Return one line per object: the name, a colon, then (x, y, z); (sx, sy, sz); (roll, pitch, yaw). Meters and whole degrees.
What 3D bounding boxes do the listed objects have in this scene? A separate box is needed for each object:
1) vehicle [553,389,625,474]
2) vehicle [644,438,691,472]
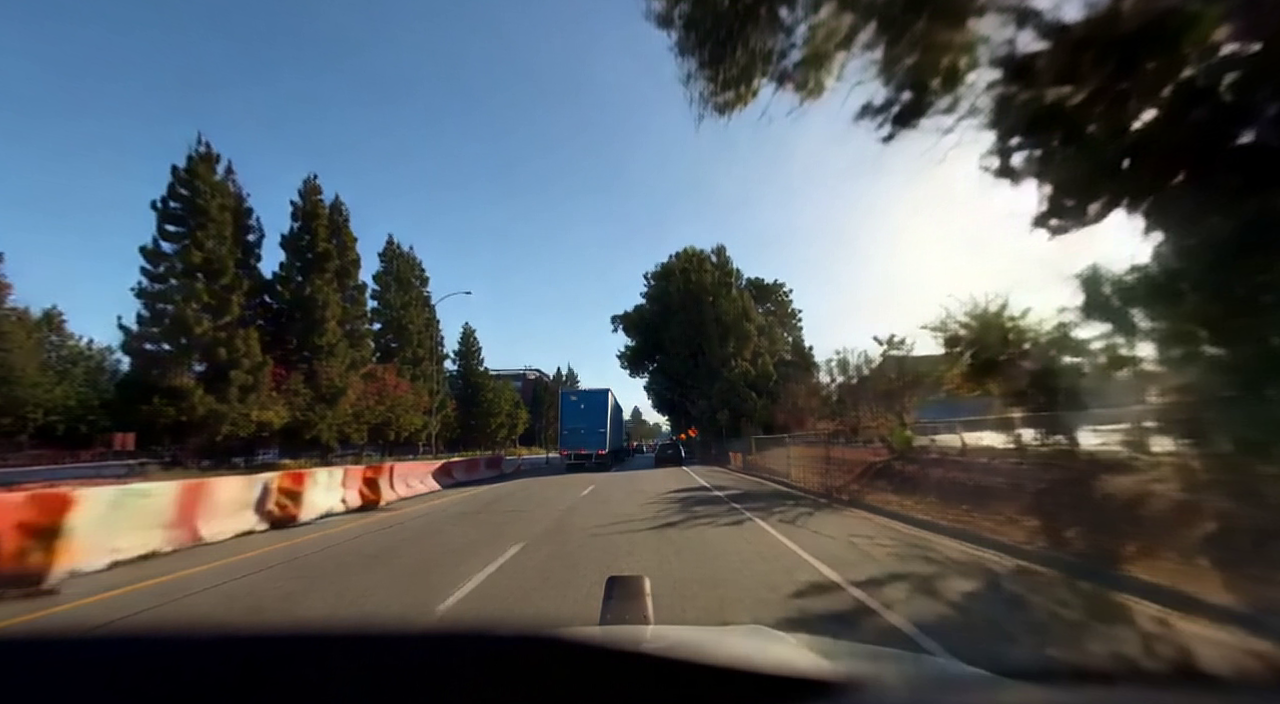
vehicle: (-2.662, 4.987, 38.691); (2.906, 4.115, 15.715); (0, -8, 1)
vehicle: (1.386, 5.470, 33.751); (2.304, 1.675, 4.462); (0, -8, 0)
